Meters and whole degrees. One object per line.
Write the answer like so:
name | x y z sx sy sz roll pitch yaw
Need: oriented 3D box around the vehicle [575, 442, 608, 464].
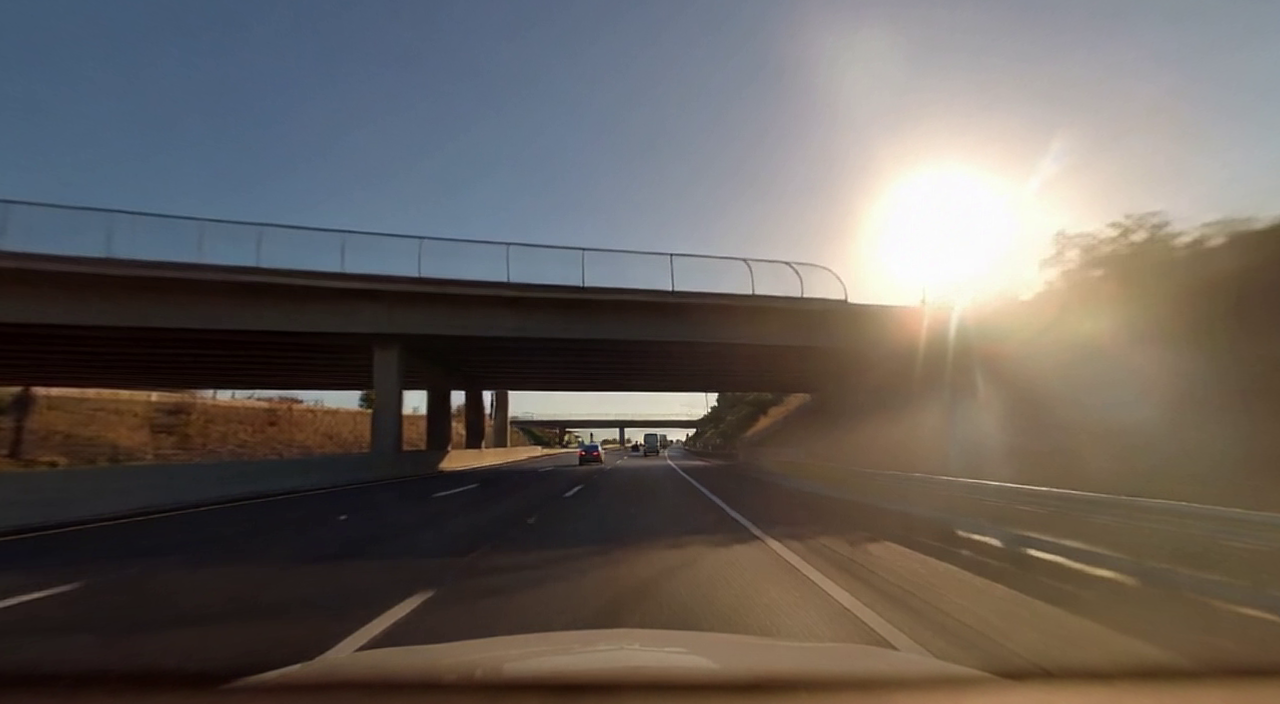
vehicle | -3.608 7.619 47.294 1.961 1.540 4.487 -1 -9 2
